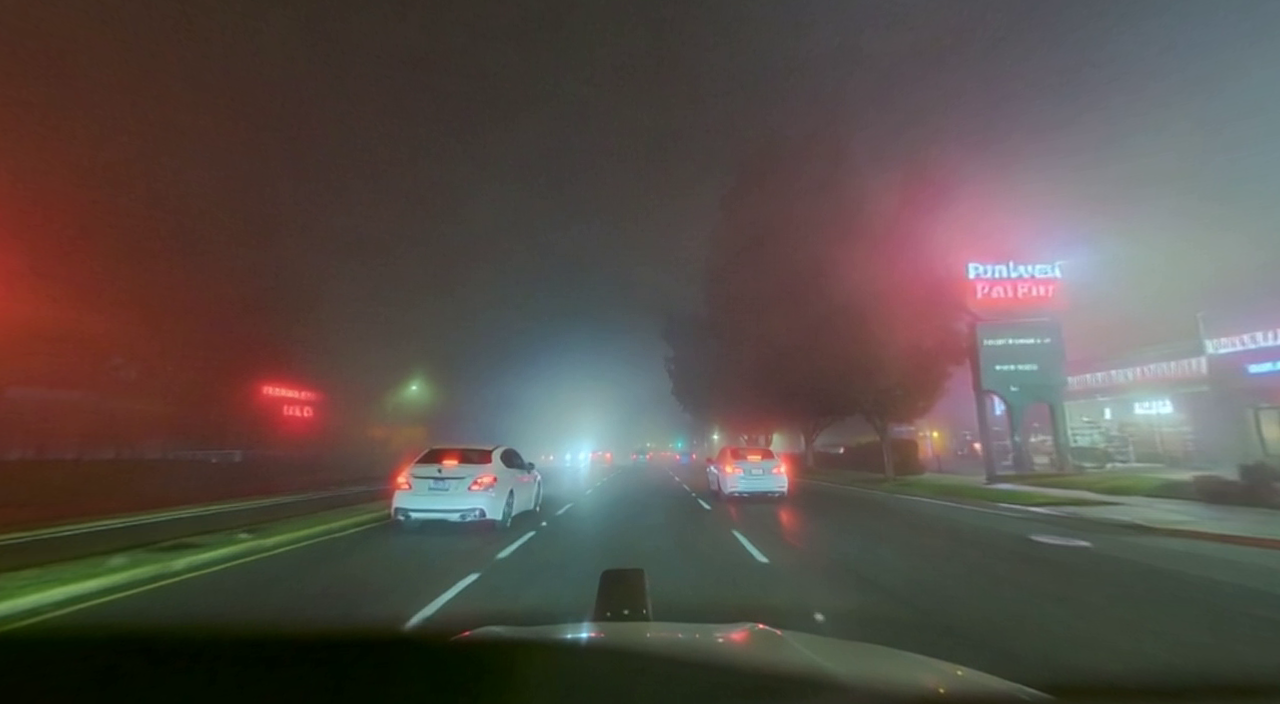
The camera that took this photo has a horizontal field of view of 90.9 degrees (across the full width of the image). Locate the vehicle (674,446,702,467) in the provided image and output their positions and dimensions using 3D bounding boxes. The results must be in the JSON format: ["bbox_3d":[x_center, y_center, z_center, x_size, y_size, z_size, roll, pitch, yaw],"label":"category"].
[{"bbox_3d":[3.749,8.204,49.605,1.931,1.552,4.125,-1,-9,1],"label":"vehicle"}]

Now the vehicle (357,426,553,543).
[{"bbox_3d":[-3.010,2.292,11.620,2.032,1.639,5.037,-1,-9,1],"label":"vehicle"}]

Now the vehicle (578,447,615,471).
[{"bbox_3d":[-2.822,7.025,41.614,2.040,1.471,4.211,-1,-9,2],"label":"vehicle"}]

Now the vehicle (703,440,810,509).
[{"bbox_3d":[2.841,3.070,16.314,1.946,1.513,4.133,-1,-9,0],"label":"vehicle"}]
